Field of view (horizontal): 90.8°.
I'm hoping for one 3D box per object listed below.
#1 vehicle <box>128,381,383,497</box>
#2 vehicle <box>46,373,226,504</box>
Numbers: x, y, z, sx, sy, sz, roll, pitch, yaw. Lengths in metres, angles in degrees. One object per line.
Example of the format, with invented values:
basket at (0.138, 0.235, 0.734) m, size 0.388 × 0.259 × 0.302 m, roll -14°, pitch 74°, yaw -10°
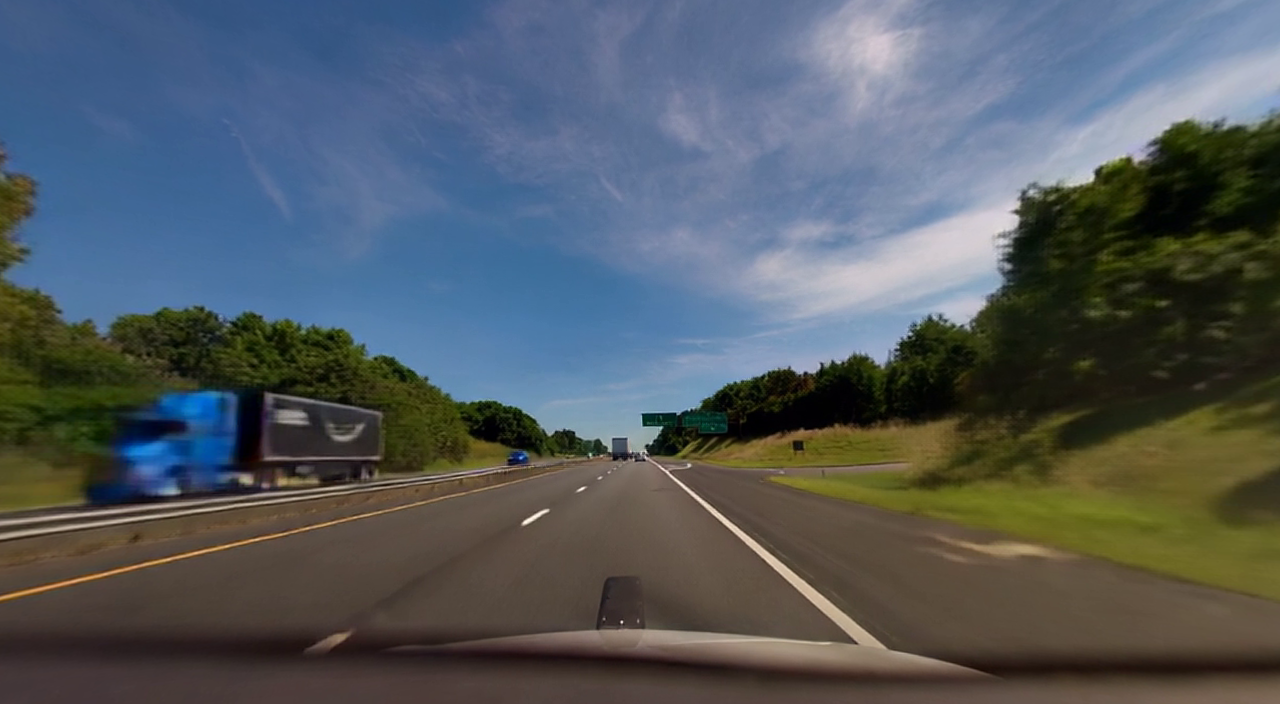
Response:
vehicle at (-16.247, 4.120, 28.994) m, size 3.011 × 4.038 × 13.732 m, roll 0°, pitch -9°, yaw 0°
vehicle at (-16.306, 2.834, 20.697) m, size 3.104 × 3.970 × 2.917 m, roll 0°, pitch -9°, yaw 1°
